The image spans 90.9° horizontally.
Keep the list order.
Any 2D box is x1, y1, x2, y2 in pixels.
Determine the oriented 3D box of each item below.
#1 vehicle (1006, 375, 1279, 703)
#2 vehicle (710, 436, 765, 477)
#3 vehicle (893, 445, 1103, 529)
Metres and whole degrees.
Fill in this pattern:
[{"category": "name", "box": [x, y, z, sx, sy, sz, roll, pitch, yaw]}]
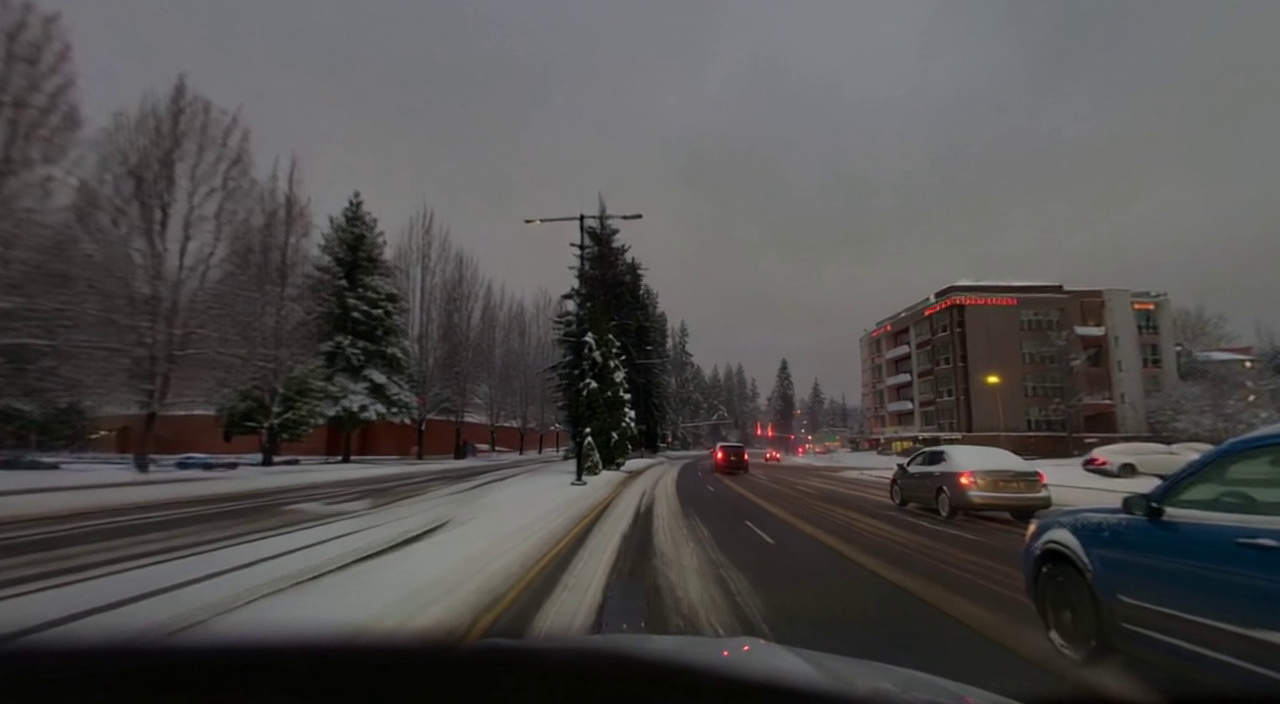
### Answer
[{"category": "vehicle", "box": [3.462, 0.877, 2.246, 1.901, 1.634, 3.952, 0, -9, 0]}, {"category": "vehicle", "box": [4.730, 5.156, 31.320, 2.154, 1.844, 4.634, -1, -9, 3]}, {"category": "vehicle", "box": [7.413, 2.788, 13.728, 1.899, 1.496, 4.559, 0, -9, 0]}]
